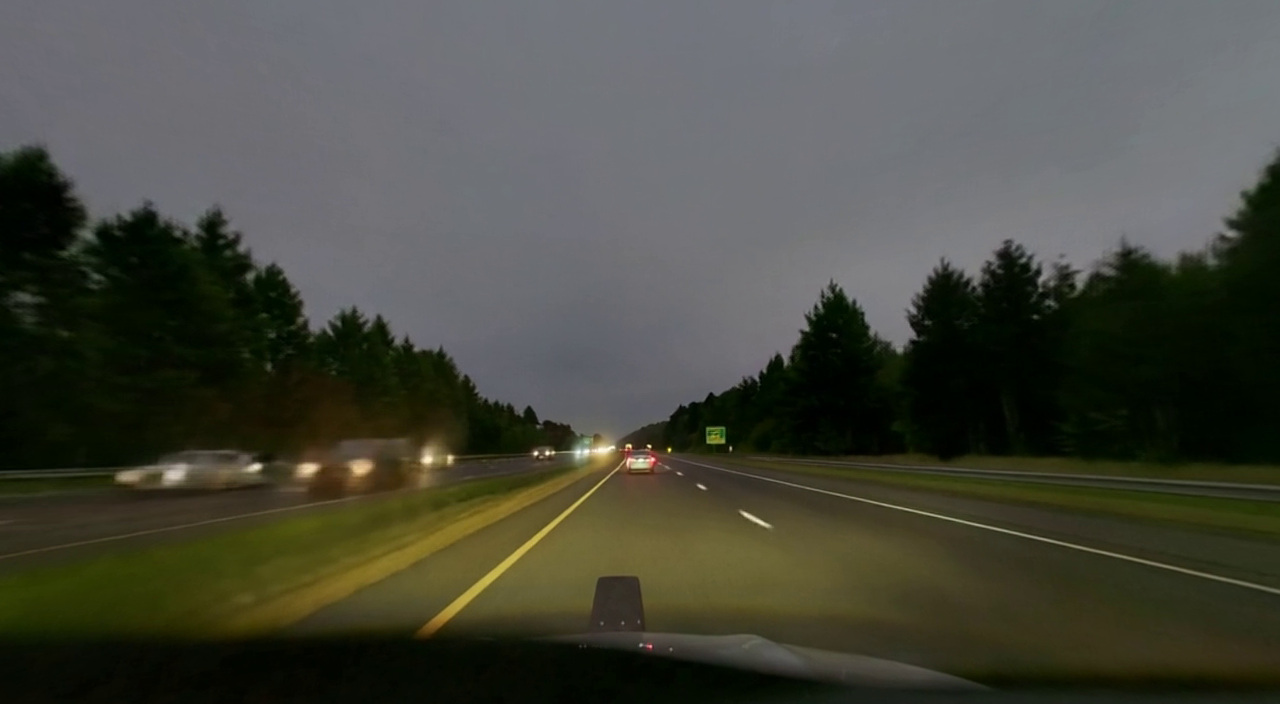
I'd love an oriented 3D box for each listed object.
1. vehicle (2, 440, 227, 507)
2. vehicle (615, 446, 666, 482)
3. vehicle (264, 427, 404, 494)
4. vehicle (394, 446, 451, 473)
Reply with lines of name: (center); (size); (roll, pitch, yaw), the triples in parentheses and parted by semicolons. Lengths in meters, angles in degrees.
vehicle: (-12.897, 2.986, 15.957); (1.866, 1.439, 4.436); (0, -9, 0)
vehicle: (-0.009, 5.017, 28.532); (2.114, 1.523, 4.012); (0, -9, -1)
vehicle: (-9.062, 3.252, 19.166); (2.002, 1.777, 4.357); (0, -9, 0)
vehicle: (-12.917, 6.378, 37.683); (1.876, 1.472, 4.338); (0, -9, 0)
